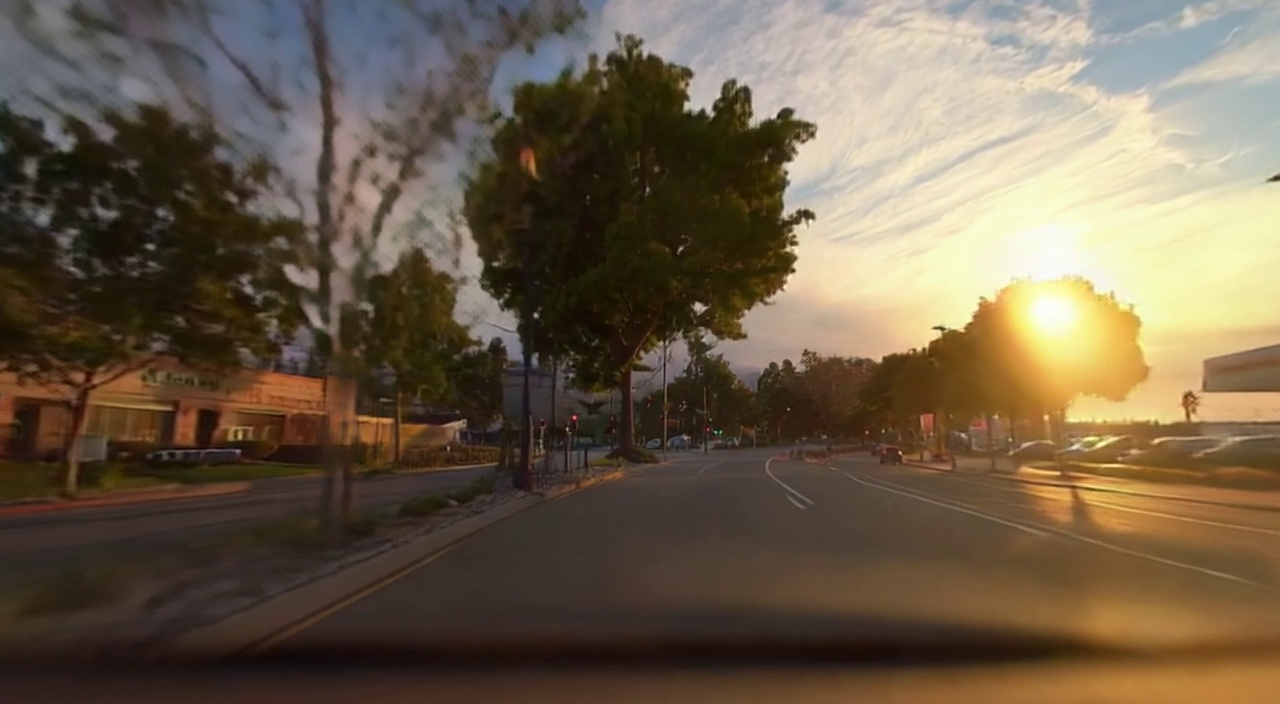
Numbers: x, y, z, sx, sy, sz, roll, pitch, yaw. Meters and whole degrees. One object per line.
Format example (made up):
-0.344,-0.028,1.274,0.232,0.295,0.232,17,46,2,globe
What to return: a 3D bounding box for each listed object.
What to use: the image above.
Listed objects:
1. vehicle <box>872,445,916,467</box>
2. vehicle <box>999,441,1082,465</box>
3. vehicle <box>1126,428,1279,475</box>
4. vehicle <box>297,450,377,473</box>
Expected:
18.465,7.580,46.175,2.099,1.464,4.615,-2,-9,11,vehicle
26.077,6.594,41.332,1.843,1.455,4.558,2,-9,-11,vehicle
24.099,4.163,26.644,2.239,1.742,5.364,2,-9,-14,vehicle
-20.125,7.244,42.048,4.520,1.439,1.919,-2,-9,14,vehicle
